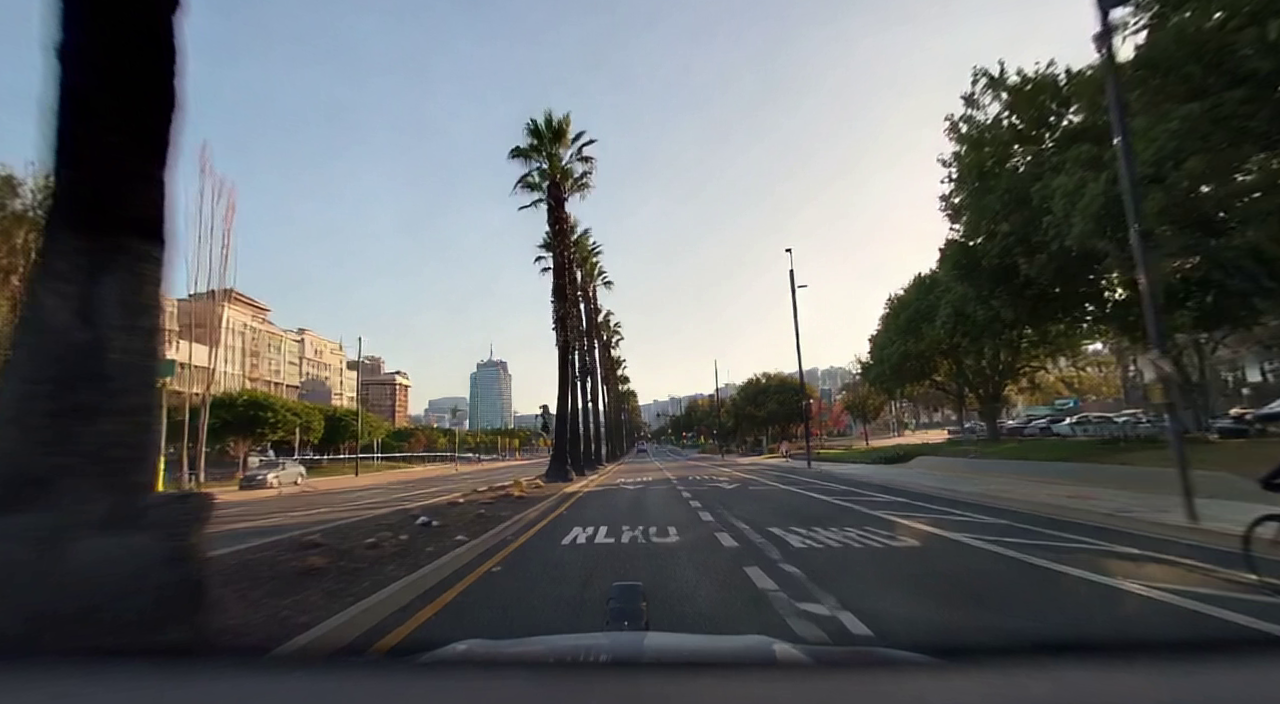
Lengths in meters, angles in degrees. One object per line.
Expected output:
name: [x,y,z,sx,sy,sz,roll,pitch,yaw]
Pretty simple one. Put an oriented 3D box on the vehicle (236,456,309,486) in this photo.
vehicle: [-22.107,7.147,38.099,1.809,1.591,4.245,0,-8,0]
